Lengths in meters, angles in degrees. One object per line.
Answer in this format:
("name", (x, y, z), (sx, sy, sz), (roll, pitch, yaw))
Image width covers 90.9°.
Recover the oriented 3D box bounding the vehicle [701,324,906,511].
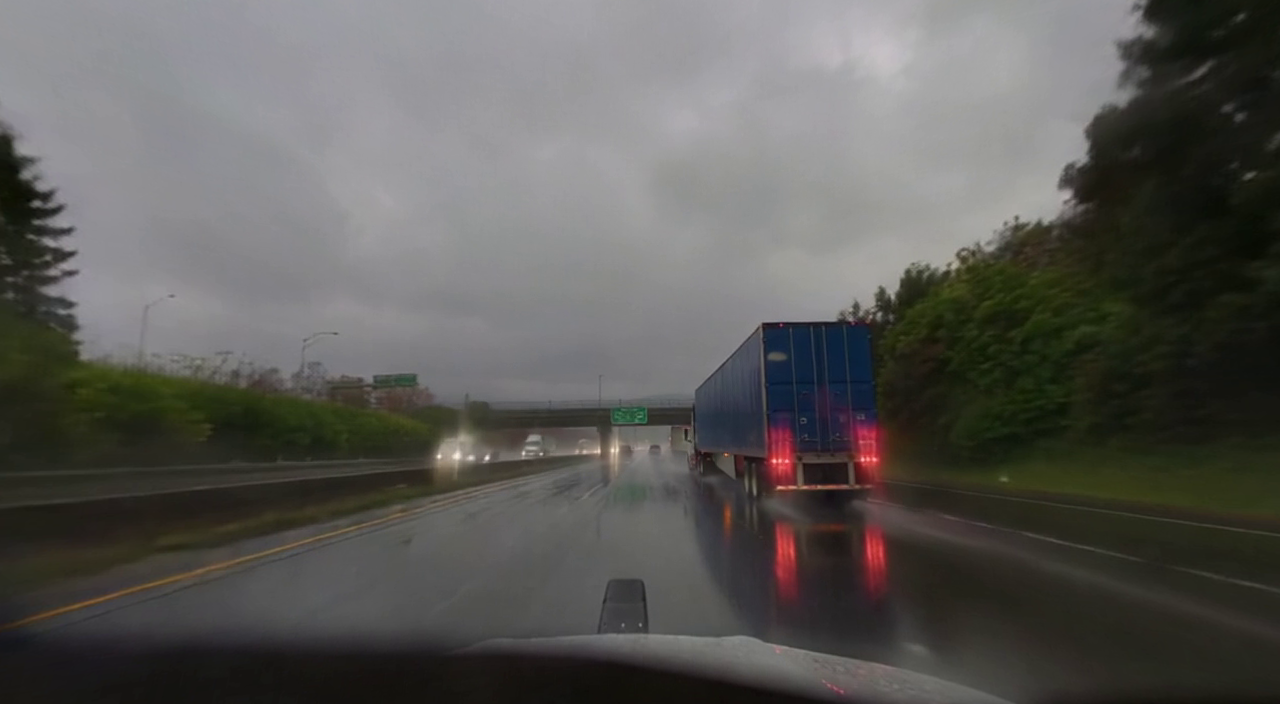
("vehicle", (4.195, 2.469, 20.741), (2.825, 4.054, 14.210), (0, -9, 0))
